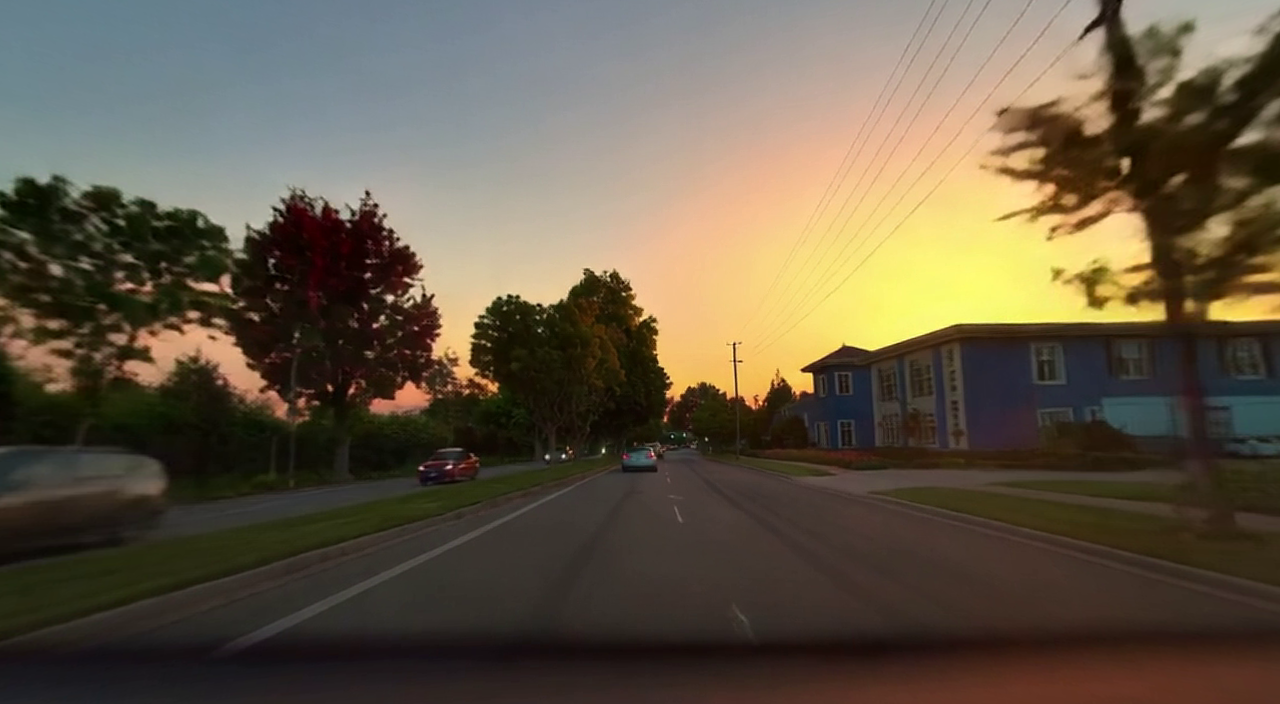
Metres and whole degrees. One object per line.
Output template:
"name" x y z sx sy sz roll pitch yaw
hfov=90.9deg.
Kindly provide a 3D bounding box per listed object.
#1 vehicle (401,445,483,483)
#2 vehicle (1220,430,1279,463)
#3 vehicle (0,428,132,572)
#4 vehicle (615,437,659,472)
"vehicle" -8.566 4.862 27.704 1.935 1.522 4.348 0 -8 3
"vehicle" 30.742 4.680 31.299 3.781 1.533 1.683 5 -10 -30
"vehicle" -9.037 1.776 7.464 2.093 1.772 4.478 0 -8 3
"vehicle" -0.070 5.355 33.135 2.129 1.713 4.314 0 -8 2
